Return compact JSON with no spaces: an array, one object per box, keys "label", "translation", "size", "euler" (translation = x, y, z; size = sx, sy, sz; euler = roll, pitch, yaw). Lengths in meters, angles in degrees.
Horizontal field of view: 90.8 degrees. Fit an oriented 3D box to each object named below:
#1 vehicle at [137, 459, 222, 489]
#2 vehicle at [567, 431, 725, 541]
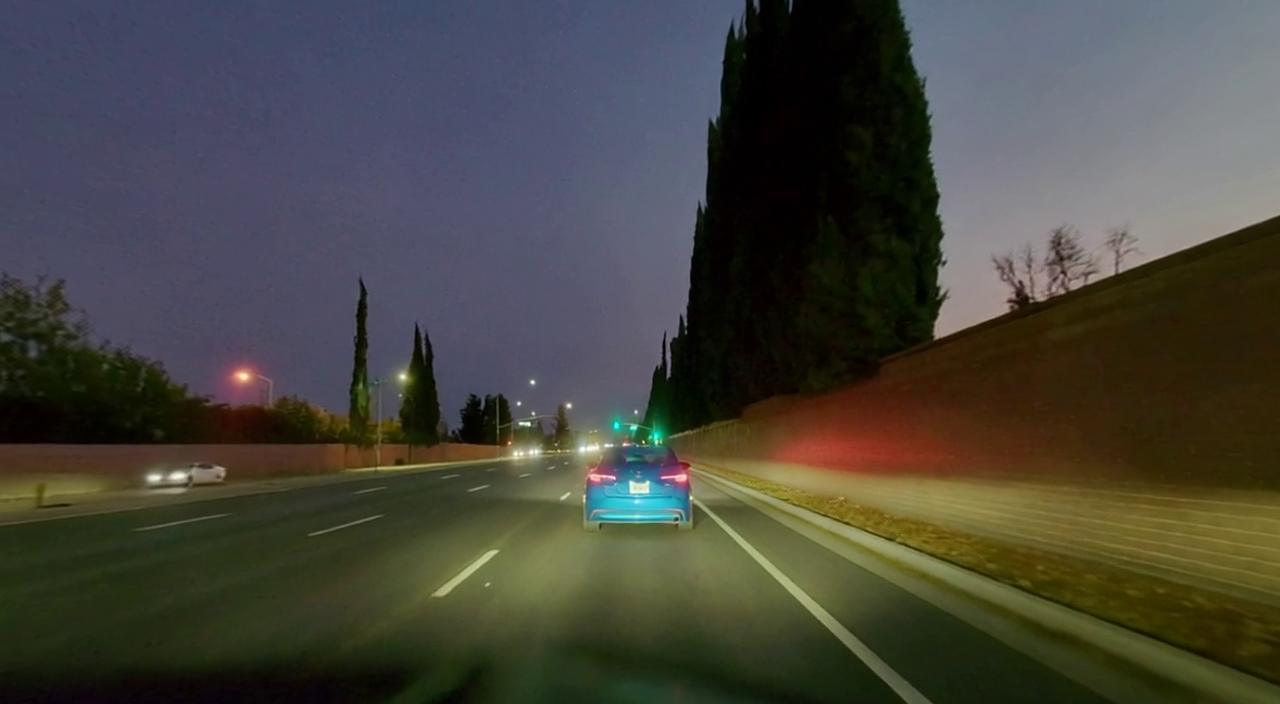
[{"label":"vehicle","translation":[-28.512,7.541,39.292],"size":[1.937,1.643,4.453],"euler":[0,-8,0]},{"label":"vehicle","translation":[0.077,2.192,11.008],"size":[2.205,1.509,4.272],"euler":[0,-8,0]}]
